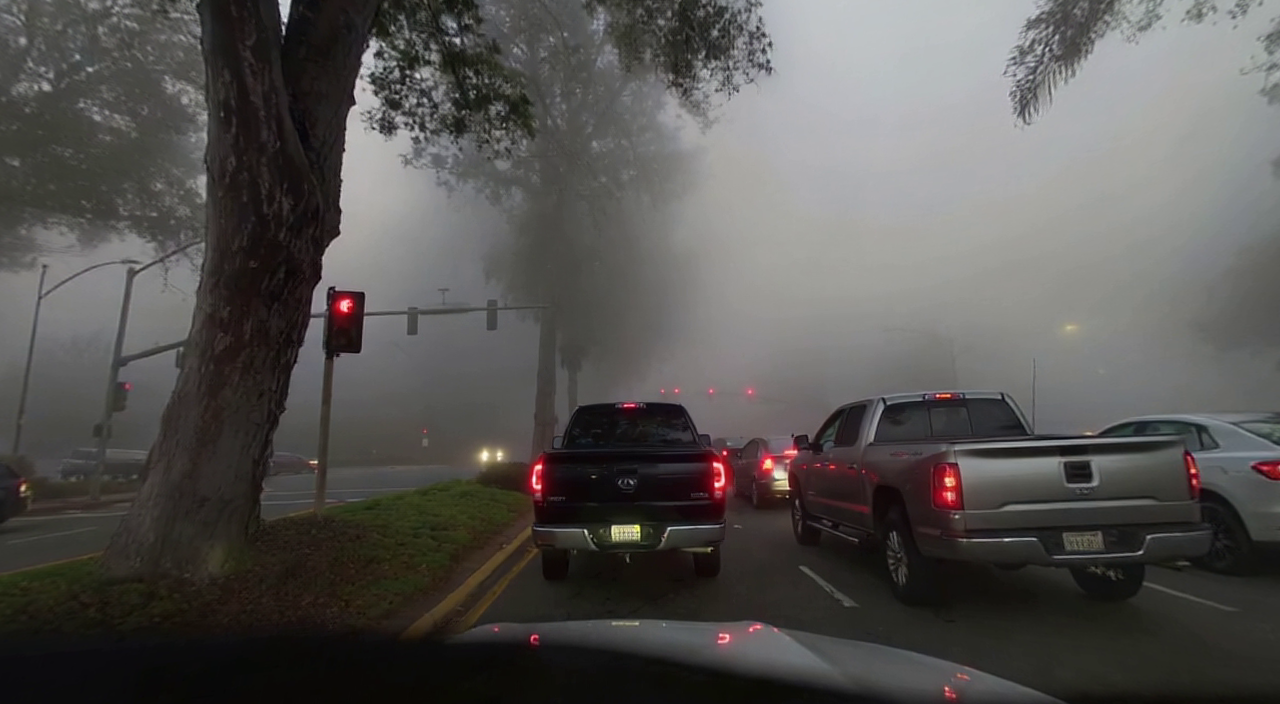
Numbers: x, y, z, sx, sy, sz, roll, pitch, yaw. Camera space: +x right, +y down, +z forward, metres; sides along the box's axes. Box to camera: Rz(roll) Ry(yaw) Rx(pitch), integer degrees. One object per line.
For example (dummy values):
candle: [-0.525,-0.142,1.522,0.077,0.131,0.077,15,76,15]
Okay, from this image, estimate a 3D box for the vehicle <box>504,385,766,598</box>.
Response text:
vehicle: [-0.067,1.572,8.010,2.240,1.821,5.001,0,-9,-1]

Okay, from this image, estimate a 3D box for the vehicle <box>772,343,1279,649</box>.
vehicle: [3.319,1.326,6.940,2.412,1.953,5.682,0,-9,-1]

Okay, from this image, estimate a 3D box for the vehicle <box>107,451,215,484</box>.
vehicle: [-26.374,6.331,35.013,4.437,1.669,1.936,5,-10,-30]
